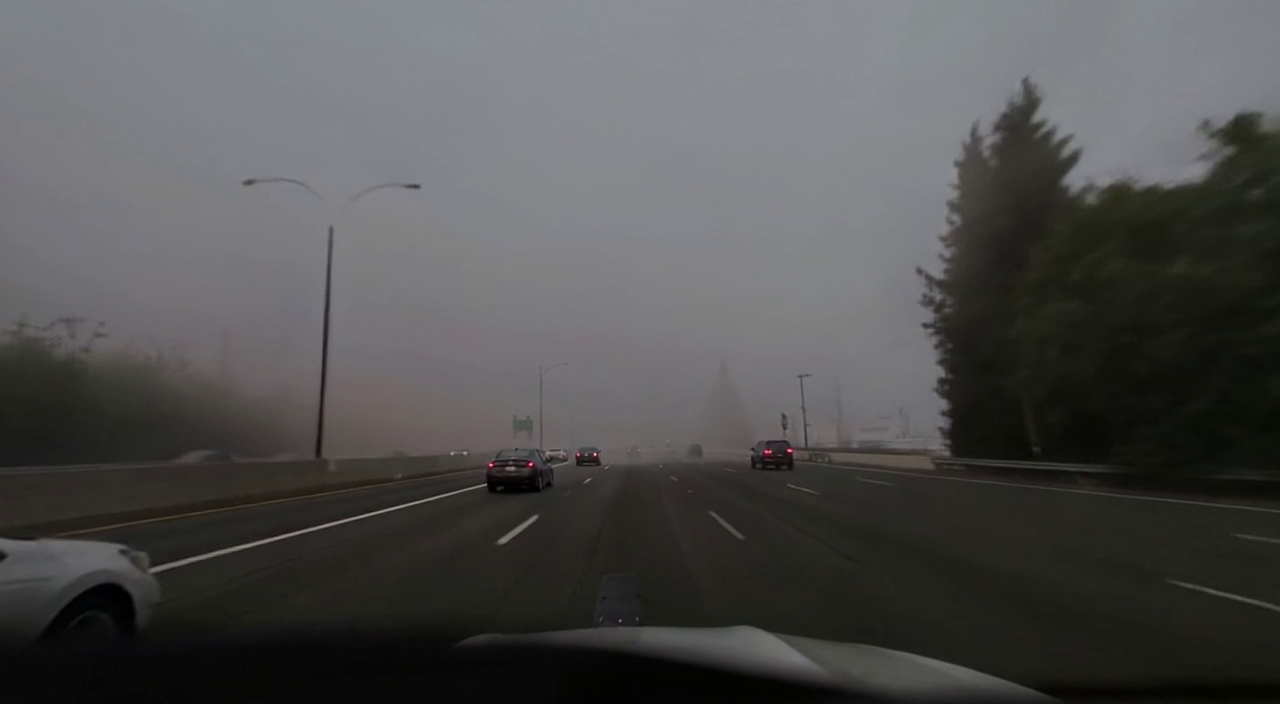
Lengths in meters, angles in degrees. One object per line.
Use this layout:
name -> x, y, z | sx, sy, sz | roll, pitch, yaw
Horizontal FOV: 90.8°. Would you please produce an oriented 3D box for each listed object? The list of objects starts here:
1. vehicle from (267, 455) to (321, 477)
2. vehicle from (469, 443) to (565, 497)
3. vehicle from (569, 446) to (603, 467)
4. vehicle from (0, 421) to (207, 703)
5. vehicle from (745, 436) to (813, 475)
vehicle -> -24.586, 8.105, 45.049 | 1.759, 1.490, 3.716 | 0, -9, -1
vehicle -> -3.673, 3.623, 19.771 | 2.047, 1.469, 4.614 | 0, -9, 1
vehicle -> -3.891, 7.603, 46.203 | 2.078, 1.464, 4.093 | 0, -9, 0
vehicle -> -3.533, 0.844, 1.486 | 1.959, 1.433, 4.291 | 0, -9, 0
vehicle -> 6.807, 5.125, 31.489 | 2.147, 1.769, 4.666 | 0, -9, -2
